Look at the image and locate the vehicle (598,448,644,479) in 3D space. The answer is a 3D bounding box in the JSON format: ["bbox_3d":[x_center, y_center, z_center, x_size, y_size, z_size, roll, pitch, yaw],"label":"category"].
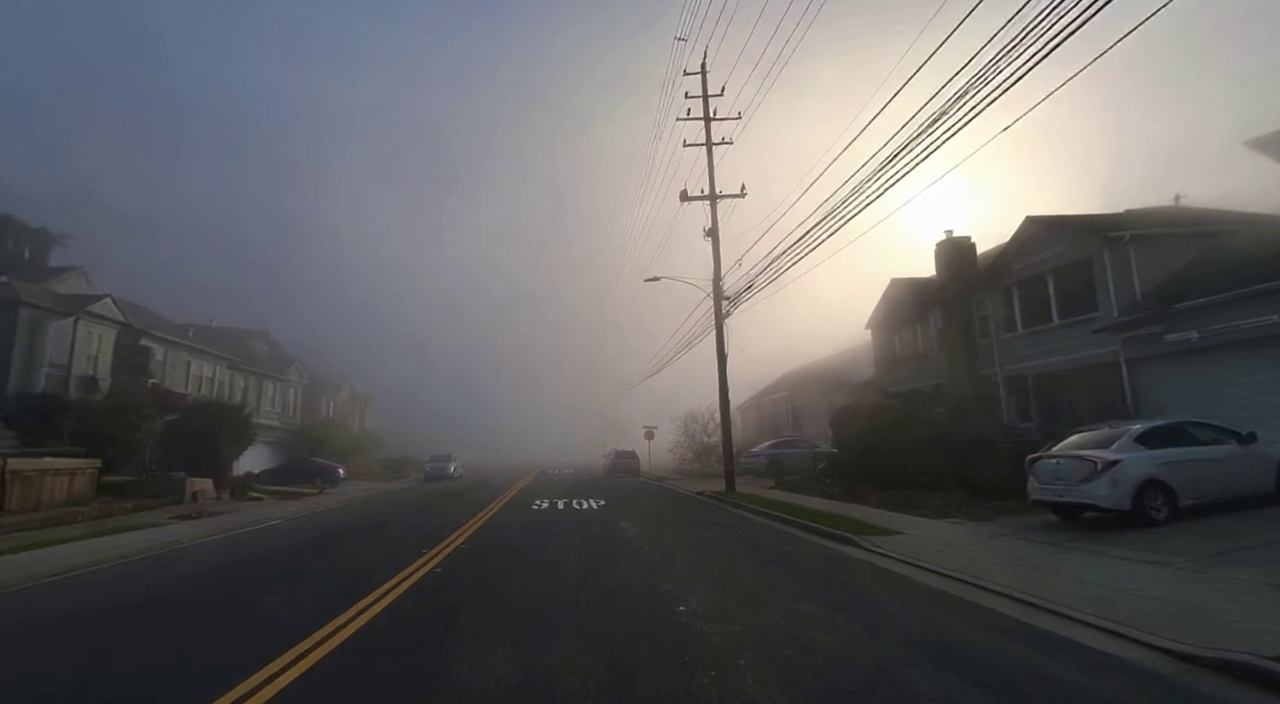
[{"bbox_3d":[-1.121,6.031,34.505,2.080,1.531,4.415,1,-9,-7],"label":"vehicle"}]

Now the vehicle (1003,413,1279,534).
[{"bbox_3d":[7.774,1.717,9.196,3.825,1.547,1.829,0,-9,-2],"label":"vehicle"}]

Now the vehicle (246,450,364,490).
[{"bbox_3d":[-15.285,5.386,29.030,4.266,1.674,1.933,1,-9,-7],"label":"vehicle"}]

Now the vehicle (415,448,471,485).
[{"bbox_3d":[-11.137,6.462,36.023,2.156,1.728,4.619,-1,-7,-6],"label":"vehicle"}]
